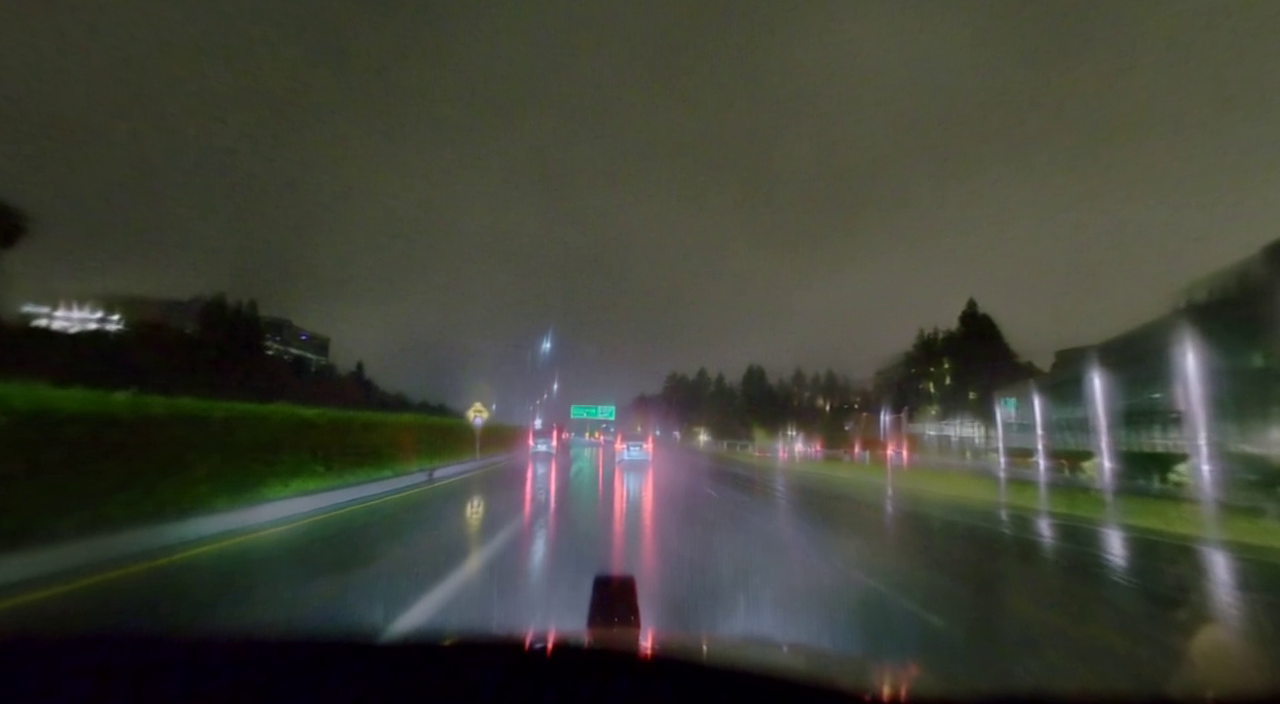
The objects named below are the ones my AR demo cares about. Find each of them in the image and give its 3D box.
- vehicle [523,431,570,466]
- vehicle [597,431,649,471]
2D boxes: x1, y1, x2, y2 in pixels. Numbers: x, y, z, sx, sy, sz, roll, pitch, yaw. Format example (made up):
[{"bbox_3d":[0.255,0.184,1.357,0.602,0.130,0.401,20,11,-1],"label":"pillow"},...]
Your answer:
[{"bbox_3d":[-4.957,5.147,33.803,2.080,1.733,4.410,0,-8,-3],"label":"vehicle"},{"bbox_3d":[-0.815,4.289,27.510,2.078,1.608,3.982,0,-8,-4],"label":"vehicle"}]
